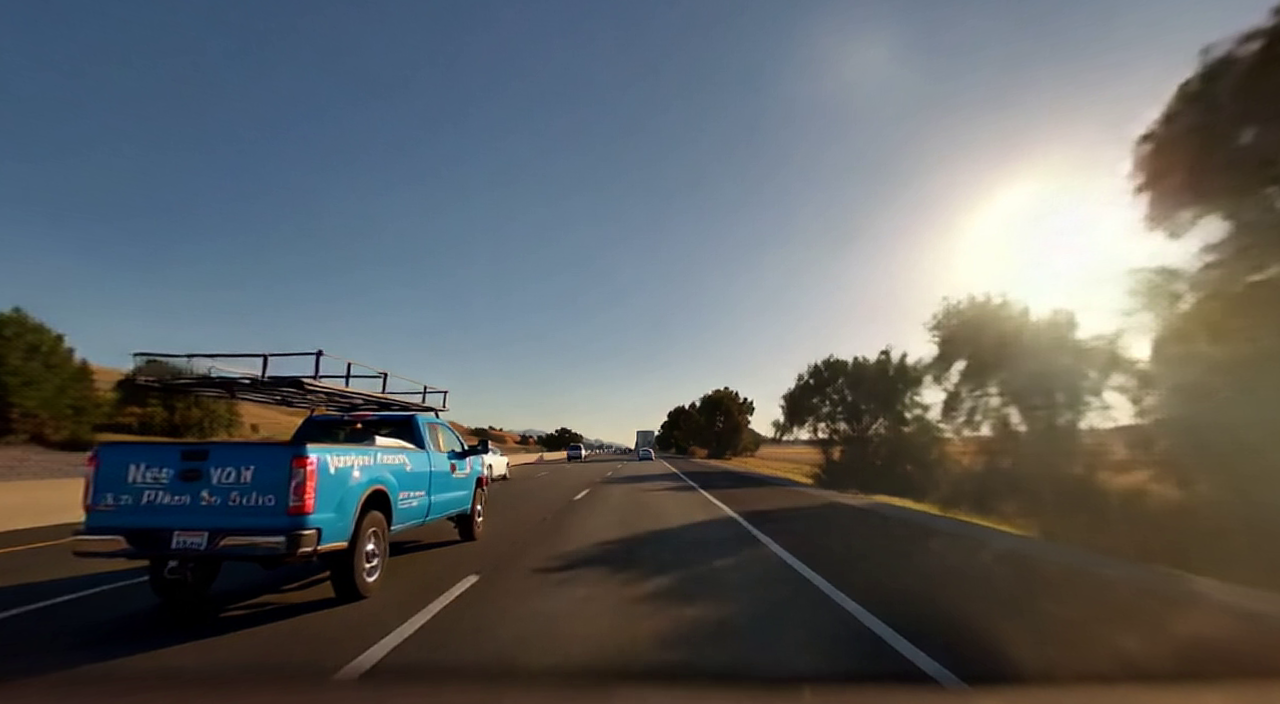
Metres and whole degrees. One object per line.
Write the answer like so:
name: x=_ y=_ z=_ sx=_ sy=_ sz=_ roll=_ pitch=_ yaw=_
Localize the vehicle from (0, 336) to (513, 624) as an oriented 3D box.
vehicle: x=-3.859 y=1.517 z=8.551 sx=2.791 sy=2.330 sz=6.725 roll=0 pitch=-8 yaw=1
